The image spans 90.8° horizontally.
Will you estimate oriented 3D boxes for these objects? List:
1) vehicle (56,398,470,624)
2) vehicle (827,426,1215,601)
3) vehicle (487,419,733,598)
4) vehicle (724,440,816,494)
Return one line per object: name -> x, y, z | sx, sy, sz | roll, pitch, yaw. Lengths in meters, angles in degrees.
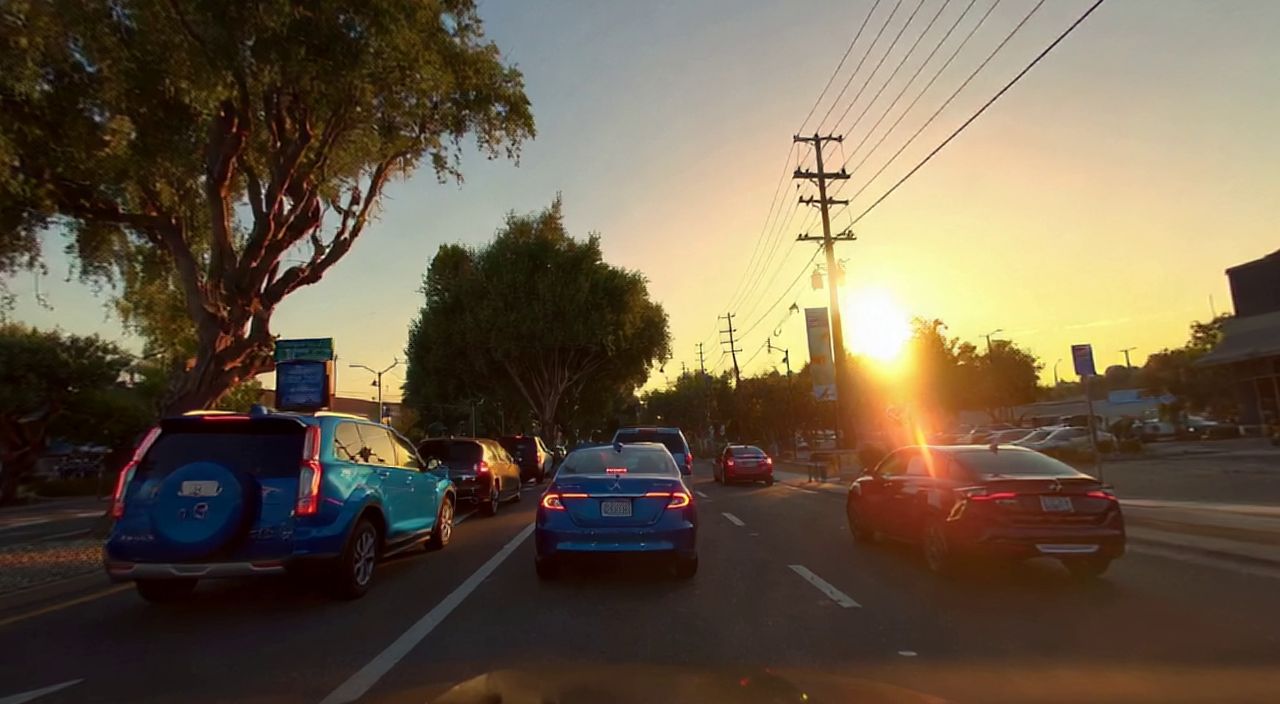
vehicle -> -3.434, 1.520, 6.988 | 1.979, 1.697, 4.254 | 0, -9, -1
vehicle -> 3.907, 1.706, 7.623 | 1.909, 1.473, 4.361 | 0, -9, -1
vehicle -> -0.310, 1.631, 7.403 | 2.097, 1.511, 3.809 | 0, -9, -2
vehicle -> 3.824, 3.435, 19.299 | 1.876, 1.456, 4.025 | 0, -9, -1
